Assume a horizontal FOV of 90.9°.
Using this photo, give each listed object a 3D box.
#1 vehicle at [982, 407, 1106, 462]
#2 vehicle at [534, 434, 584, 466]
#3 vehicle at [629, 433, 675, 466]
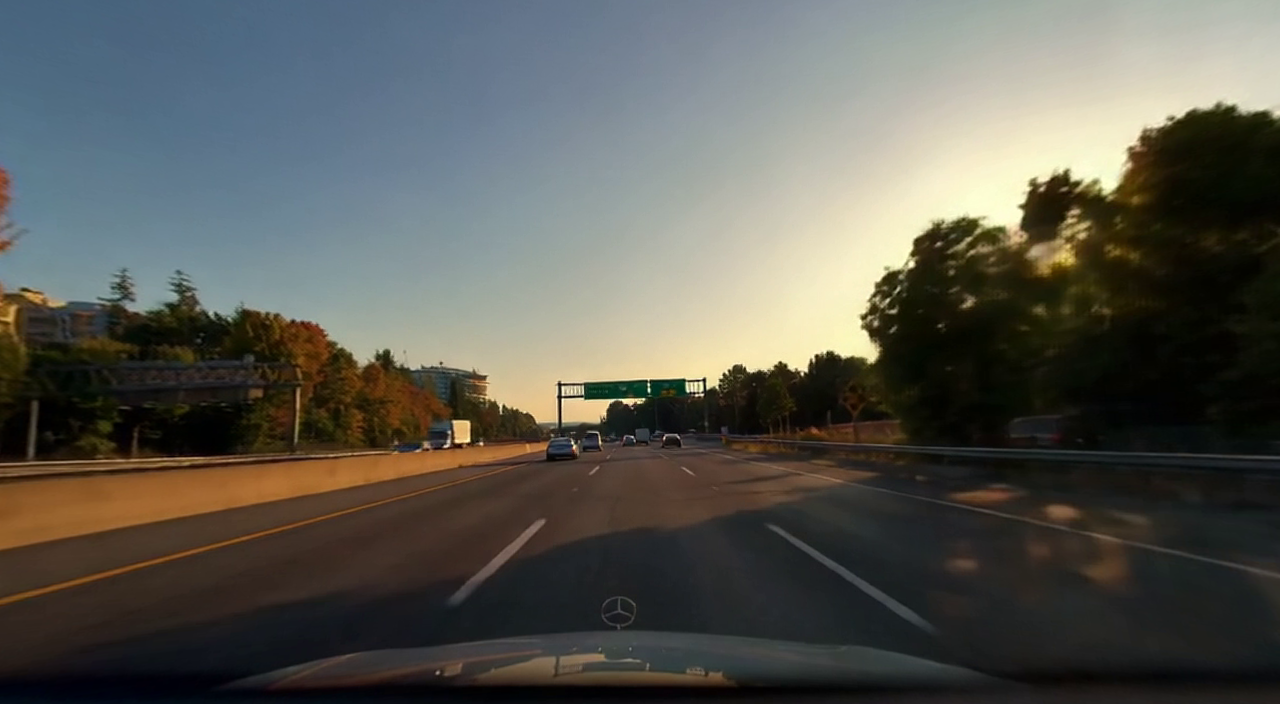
[{"bbox_3d":[20.321,4.227,32.185,2.232,2.540,6.015,0,-8,-1],"label":"vehicle"},{"bbox_3d":[-3.995,4.908,31.632,2.014,1.471,4.380,0,-8,-1],"label":"vehicle"},{"bbox_3d":[0.531,4.888,31.836,2.086,1.554,3.875,0,-8,-2],"label":"vehicle"}]
